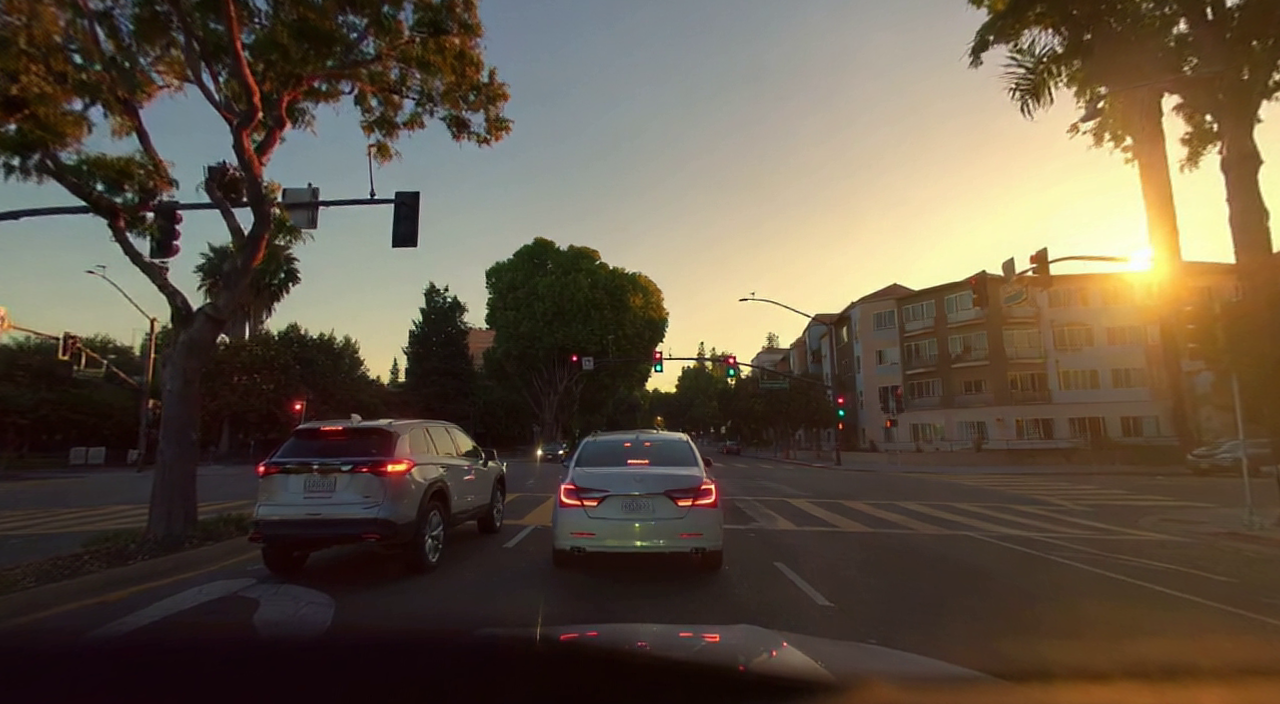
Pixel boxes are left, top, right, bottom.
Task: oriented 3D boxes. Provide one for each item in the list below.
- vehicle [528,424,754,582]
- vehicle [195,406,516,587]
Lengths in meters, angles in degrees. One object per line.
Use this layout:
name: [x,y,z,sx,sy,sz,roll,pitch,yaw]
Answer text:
vehicle: [0.027,1.757,8.145,2.190,1.522,3.850,0,-8,0]
vehicle: [-3.176,1.709,8.337,2.081,1.719,4.434,0,-8,1]
